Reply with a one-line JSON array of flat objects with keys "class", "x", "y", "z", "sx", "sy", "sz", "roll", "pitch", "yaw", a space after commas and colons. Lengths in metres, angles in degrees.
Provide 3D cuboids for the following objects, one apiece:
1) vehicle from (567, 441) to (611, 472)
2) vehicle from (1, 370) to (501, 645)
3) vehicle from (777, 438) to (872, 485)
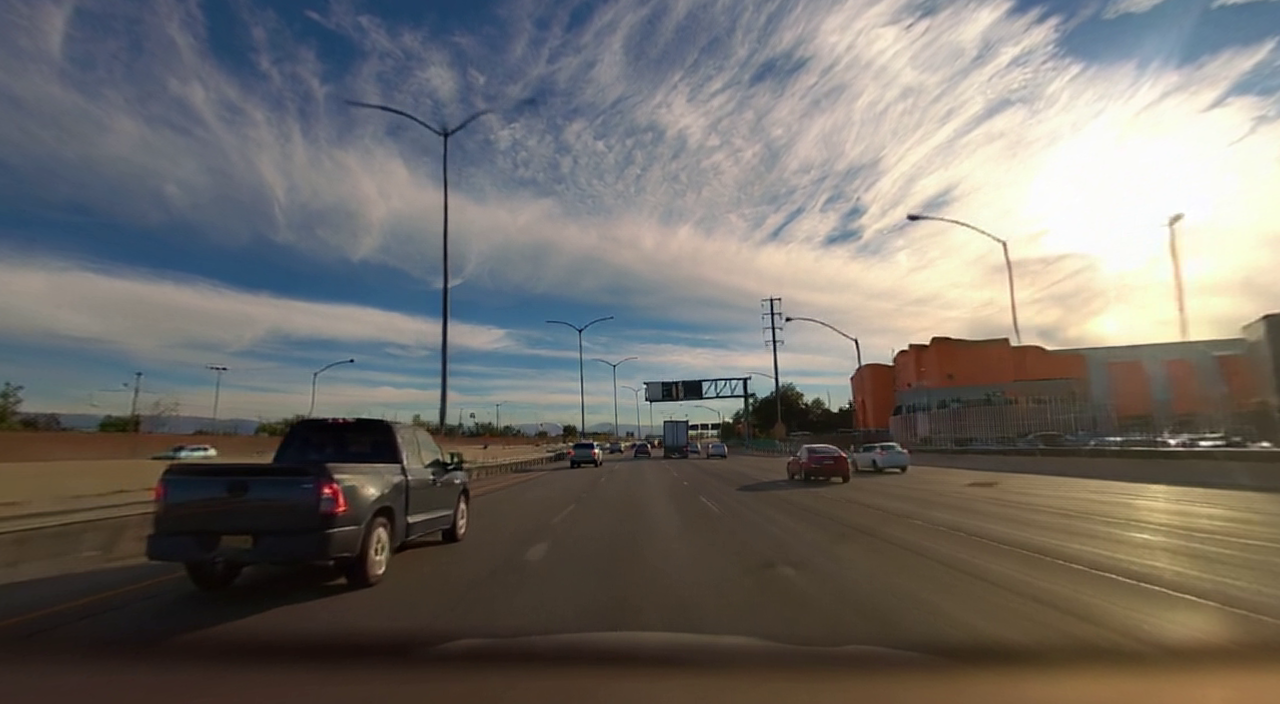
[{"class": "vehicle", "x": -2.652, "y": 5.497, "z": 33.420, "sx": 1.929, "sy": 1.521, "sz": 4.097, "roll": 0, "pitch": -9, "yaw": 1}, {"class": "vehicle", "x": -3.080, "y": 1.357, "z": 6.513, "sx": 2.130, "sy": 1.799, "sz": 4.583, "roll": 0, "pitch": -9, "yaw": 1}, {"class": "vehicle", "x": 6.407, "y": 3.846, "z": 22.428, "sx": 1.980, "sy": 1.501, "sz": 4.433, "roll": 0, "pitch": -9, "yaw": -1}]
